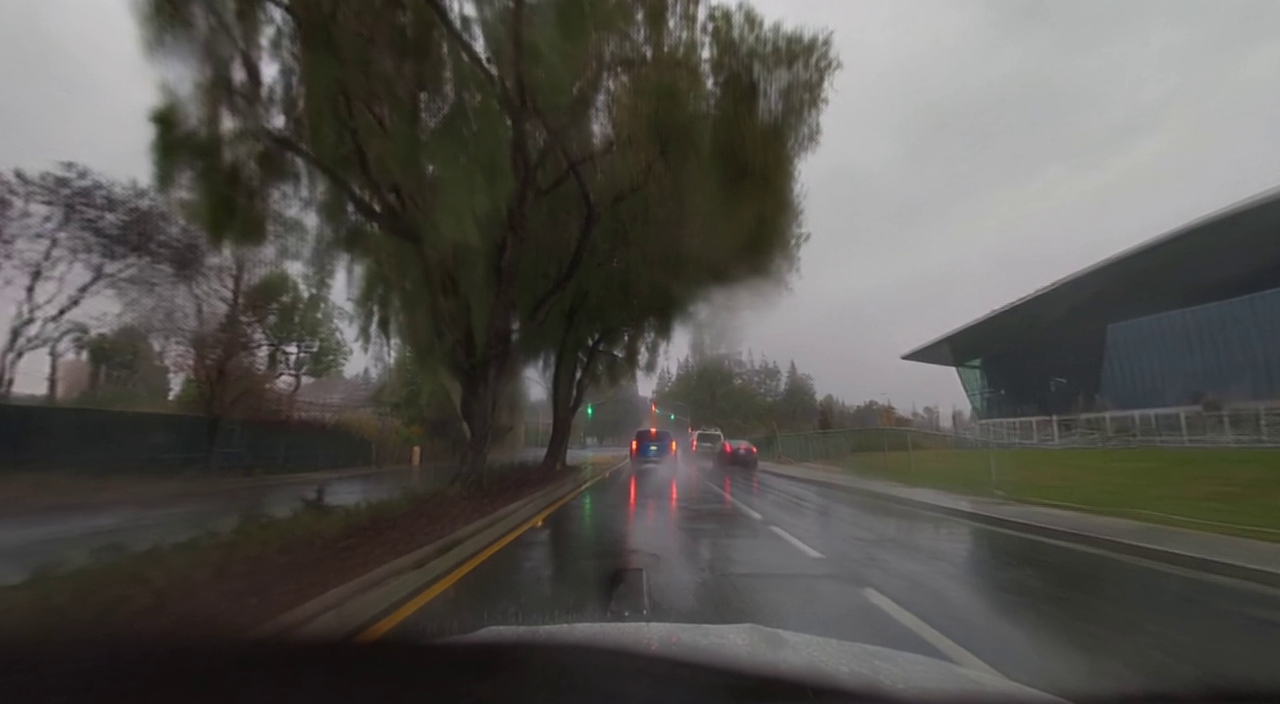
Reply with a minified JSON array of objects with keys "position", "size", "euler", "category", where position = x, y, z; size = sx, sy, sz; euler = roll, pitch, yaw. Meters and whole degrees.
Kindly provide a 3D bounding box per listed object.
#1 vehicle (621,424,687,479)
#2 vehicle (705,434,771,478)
[{"position":[0.557,3.893,24.827],"size":[2.386,1.947,4.168],"euler":[-1,-8,2],"category":"vehicle"},{"position":[4.175,4.531,27.688],"size":[2.138,1.699,4.852],"euler":[0,-8,0],"category":"vehicle"}]
